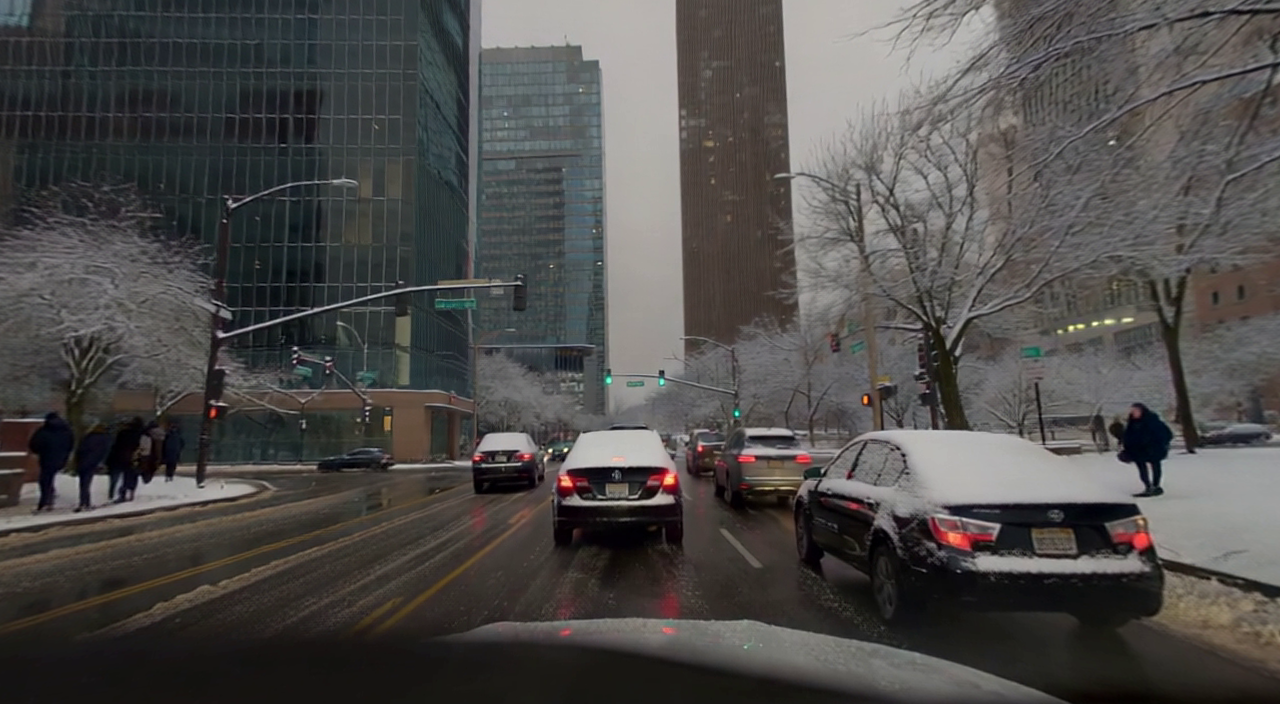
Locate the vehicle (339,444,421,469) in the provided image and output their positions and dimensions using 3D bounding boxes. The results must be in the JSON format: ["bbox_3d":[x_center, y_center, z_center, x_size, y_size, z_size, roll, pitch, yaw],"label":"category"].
[{"bbox_3d":[-15.866,6.338,38.255,4.531,1.427,1.957,-4,-9,24],"label":"vehicle"}]

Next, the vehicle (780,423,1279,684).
[{"bbox_3d":[2.754,1.453,5.714,1.952,1.464,4.165,0,-8,-1],"label":"vehicle"}]

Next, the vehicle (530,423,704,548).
[{"bbox_3d":[-0.315,1.904,9.632,2.072,1.476,4.078,0,-8,-1],"label":"vehicle"}]

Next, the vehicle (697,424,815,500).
[{"bbox_3d":[2.875,2.865,16.725,2.234,1.723,4.486,0,-8,-1],"label":"vehicle"}]

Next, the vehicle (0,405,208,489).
[{"bbox_3d":[-25.629,4.361,28.913,8.989,3.623,2.884,0,-8,-2],"label":"vehicle"}]

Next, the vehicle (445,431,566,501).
[{"bbox_3d":[-3.240,2.844,16.085,2.068,1.513,4.221,0,-8,1],"label":"vehicle"}]
